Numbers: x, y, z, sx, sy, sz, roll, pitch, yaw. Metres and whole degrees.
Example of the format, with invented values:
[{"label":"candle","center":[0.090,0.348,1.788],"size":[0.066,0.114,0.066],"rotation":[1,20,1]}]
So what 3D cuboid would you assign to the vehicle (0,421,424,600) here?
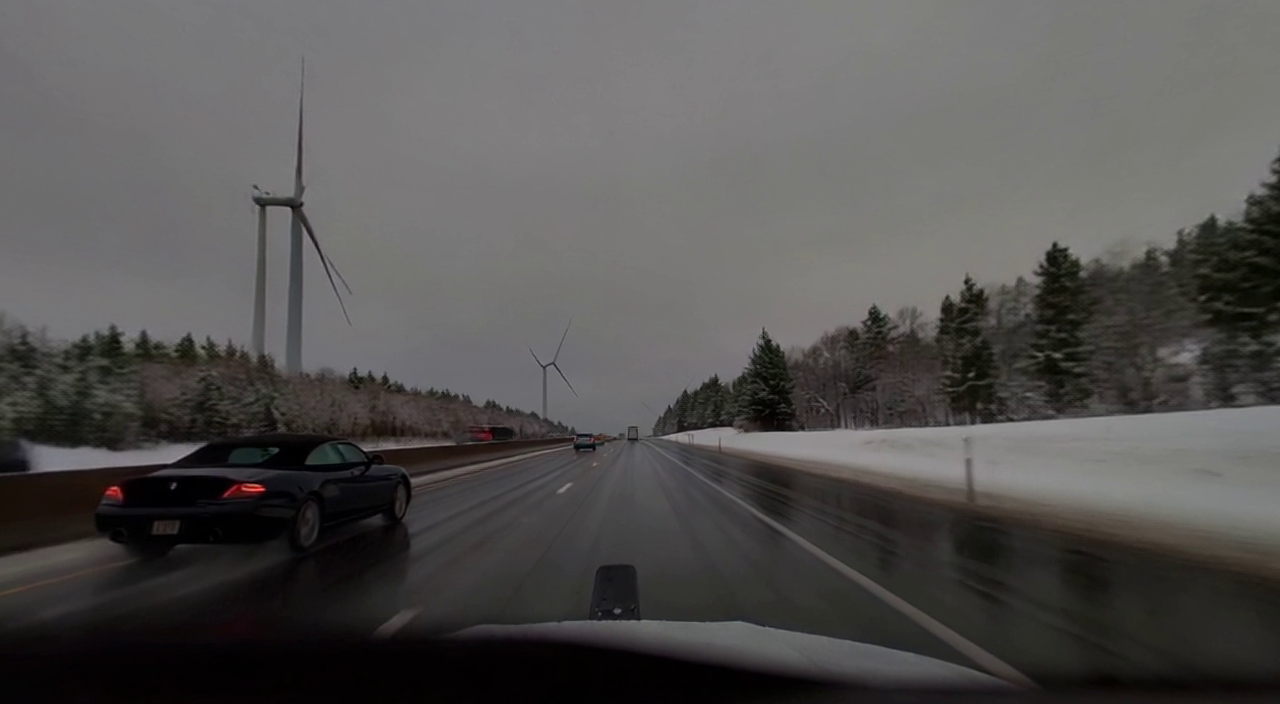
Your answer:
[{"label":"vehicle","center":[-4.149,1.556,7.179],"size":[1.969,1.413,4.194],"rotation":[0,-8,-1]}]

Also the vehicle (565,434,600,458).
[{"label":"vehicle","center":[-3.697,6.133,41.206],"size":[2.024,1.456,3.754],"rotation":[0,-8,-1]}]

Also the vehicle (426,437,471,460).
[{"label":"vehicle","center":[-13.098,6.587,43.271],"size":[1.855,1.471,3.954],"rotation":[0,-8,0]}]
